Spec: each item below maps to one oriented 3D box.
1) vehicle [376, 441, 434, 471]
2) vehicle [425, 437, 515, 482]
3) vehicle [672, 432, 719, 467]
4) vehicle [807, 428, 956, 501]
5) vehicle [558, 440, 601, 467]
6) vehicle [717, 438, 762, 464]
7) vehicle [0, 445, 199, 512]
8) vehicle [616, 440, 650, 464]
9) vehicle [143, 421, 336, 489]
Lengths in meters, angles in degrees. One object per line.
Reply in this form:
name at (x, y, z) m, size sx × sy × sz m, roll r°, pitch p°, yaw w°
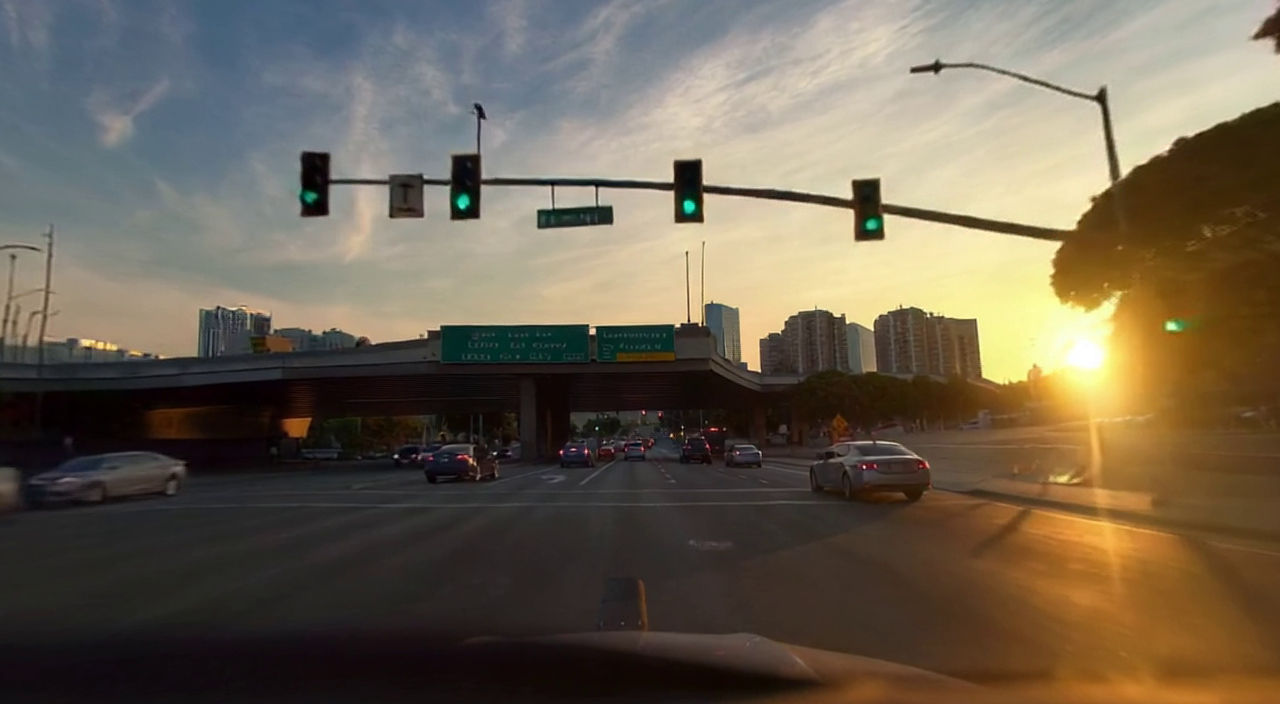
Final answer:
vehicle at (-15.418, 6.836, 41.469) m, size 2.127 × 1.830 × 4.554 m, roll 0°, pitch -8°, yaw -1°
vehicle at (-6.058, 3.883, 22.973) m, size 2.070 × 1.488 × 4.376 m, roll 0°, pitch -8°, yaw 0°
vehicle at (2.929, 5.236, 33.866) m, size 2.034 × 1.762 × 4.420 m, roll 0°, pitch -8°, yaw -1°
vehicle at (6.101, 2.893, 16.562) m, size 2.056 × 1.624 × 4.498 m, roll 0°, pitch -8°, yaw -1°
vehicle at (-3.394, 5.806, 36.041) m, size 2.041 × 1.466 × 4.212 m, roll 0°, pitch -8°, yaw 0°
vehicle at (6.076, 6.131, 38.951) m, size 1.924 × 1.527 × 4.268 m, roll 0°, pitch -8°, yaw -2°
vehicle at (-15.264, 3.484, 17.912) m, size 1.975 × 1.648 × 4.545 m, roll 0°, pitch -8°, yaw 0°
vehicle at (-0.451, 6.367, 40.138) m, size 2.026 × 1.453 × 3.780 m, roll 0°, pitch -8°, yaw -1°
vehicle at (-19.224, 5.053, 31.346) m, size 3.019 × 2.822 × 10.028 m, roll 0°, pitch -8°, yaw 0°
